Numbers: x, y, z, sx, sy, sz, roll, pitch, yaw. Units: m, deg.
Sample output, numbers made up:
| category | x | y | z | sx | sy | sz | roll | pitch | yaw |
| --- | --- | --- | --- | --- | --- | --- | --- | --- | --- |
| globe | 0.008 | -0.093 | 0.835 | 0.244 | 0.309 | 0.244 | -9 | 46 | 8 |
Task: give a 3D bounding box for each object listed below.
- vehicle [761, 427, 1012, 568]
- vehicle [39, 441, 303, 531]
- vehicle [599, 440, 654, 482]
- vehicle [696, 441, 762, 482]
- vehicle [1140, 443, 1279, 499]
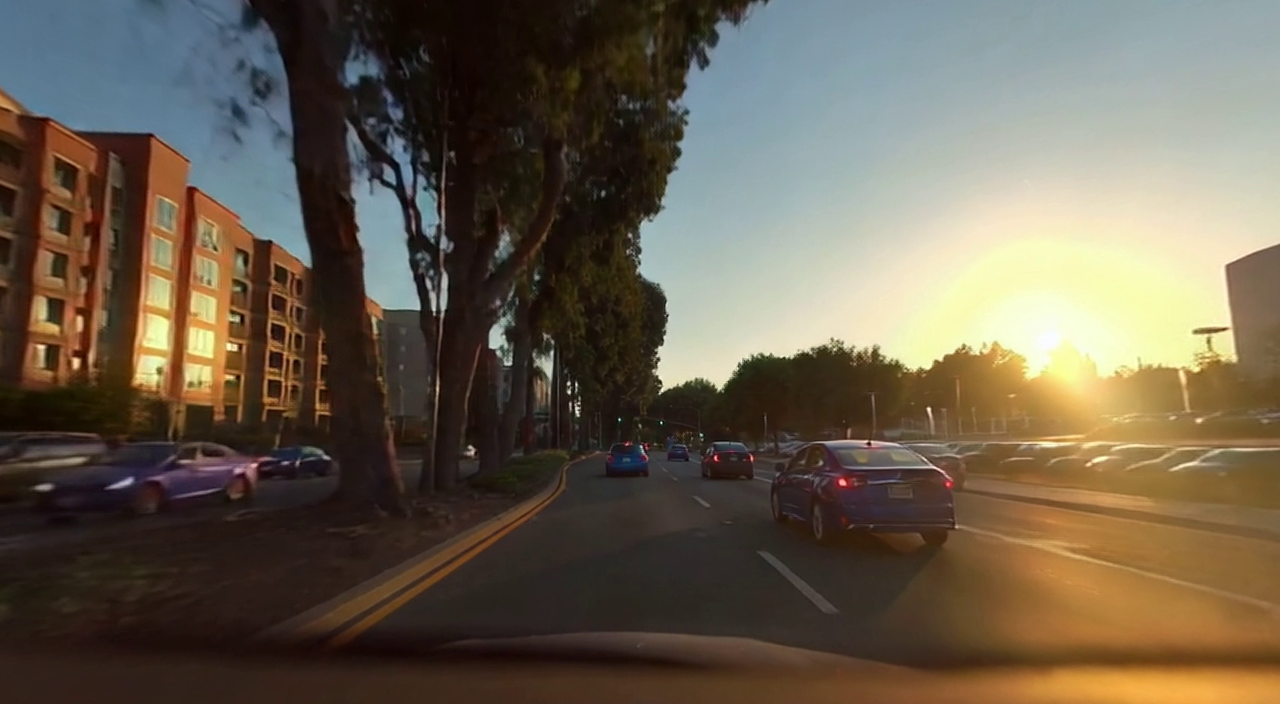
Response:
| category | x | y | z | sx | sy | sz | roll | pitch | yaw |
| --- | --- | --- | --- | --- | --- | --- | --- | --- | --- |
| vehicle | 3.043 | 1.861 | 8.798 | 1.852 | 1.498 | 3.825 | 0 | -9 | -1 |
| vehicle | -9.038 | 2.583 | 12.813 | 1.943 | 1.483 | 4.439 | 0 | -9 | 0 |
| vehicle | -0.496 | 4.202 | 24.566 | 1.994 | 1.479 | 3.647 | 0 | -9 | -1 |
| vehicle | 3.424 | 4.305 | 25.095 | 1.908 | 1.453 | 4.230 | 0 | -9 | -1 |
| vehicle | 17.273 | 3.449 | 18.708 | 4.247 | 1.487 | 2.076 | 4 | -10 | -26 |
